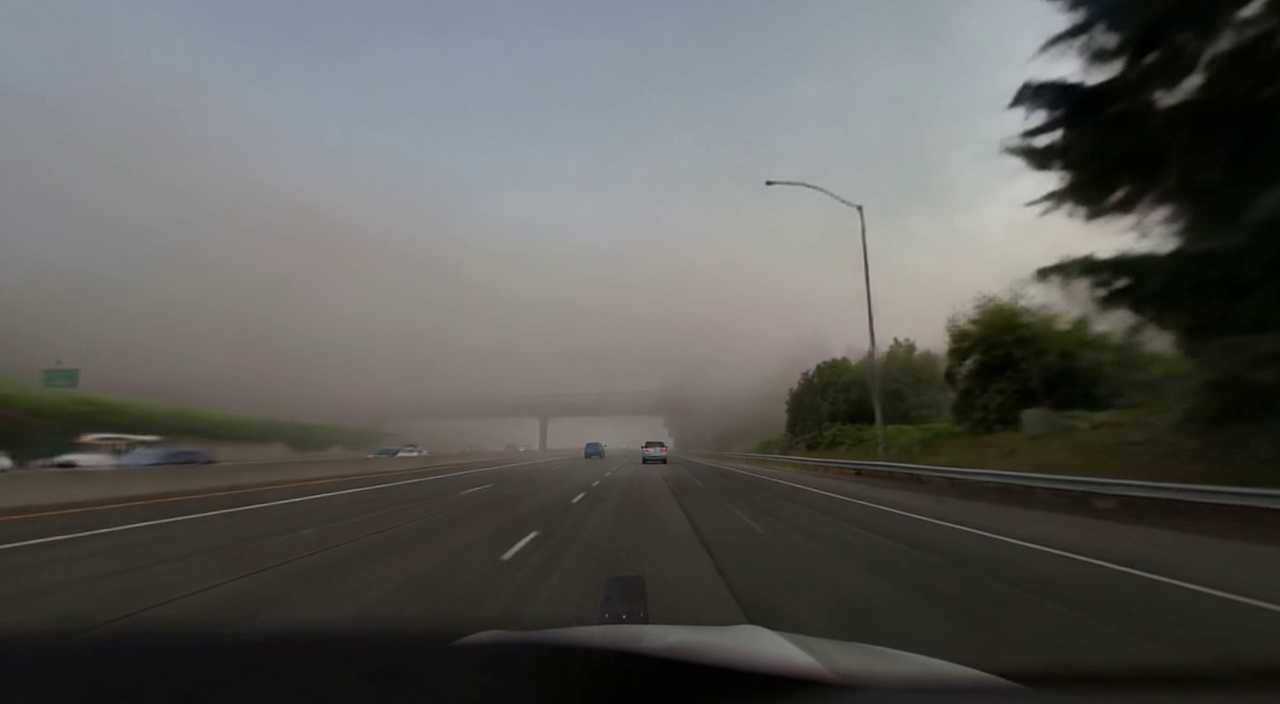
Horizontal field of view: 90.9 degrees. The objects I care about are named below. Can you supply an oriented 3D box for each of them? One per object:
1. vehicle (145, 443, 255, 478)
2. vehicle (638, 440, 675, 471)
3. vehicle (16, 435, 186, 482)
[{"bbox_3d":[-19.643,4.847,28.403,1.838,1.449,4.217,0,-9,1],"label":"vehicle"},{"bbox_3d":[0.945,6.004,36.833,2.010,1.637,4.940,0,-9,1],"label":"vehicle"},{"bbox_3d":[-23.500,4.657,27.961,2.204,1.850,5.937,0,-9,2],"label":"vehicle"}]
